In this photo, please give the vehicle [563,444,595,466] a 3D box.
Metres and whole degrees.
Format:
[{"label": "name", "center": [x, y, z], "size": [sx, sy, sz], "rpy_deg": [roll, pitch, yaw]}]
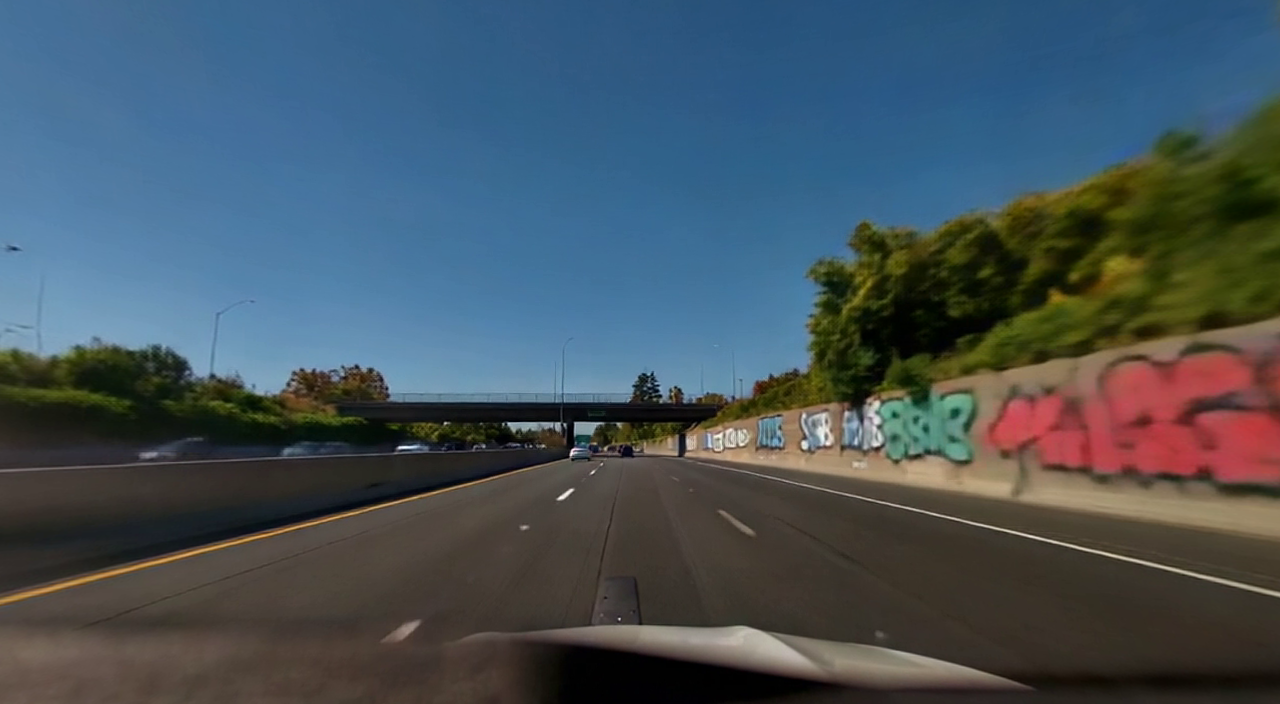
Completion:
[{"label": "vehicle", "center": [-4.211, 7.179, 43.917], "size": [1.871, 1.459, 3.771], "rpy_deg": [0, -9, -1]}]
